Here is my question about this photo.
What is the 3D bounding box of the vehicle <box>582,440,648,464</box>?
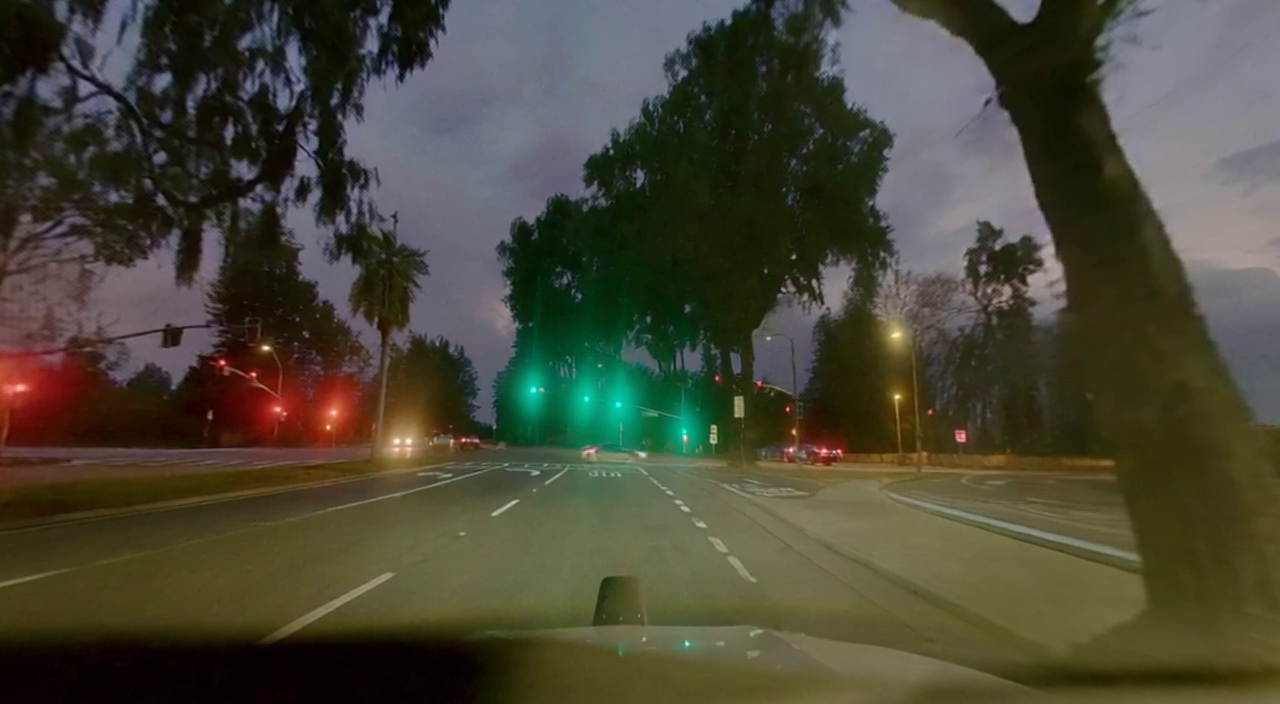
[{"bbox_3d":[-1.845,7.287,46.264,4.605,1.665,1.888,2,-9,-13],"label":"vehicle"}]
